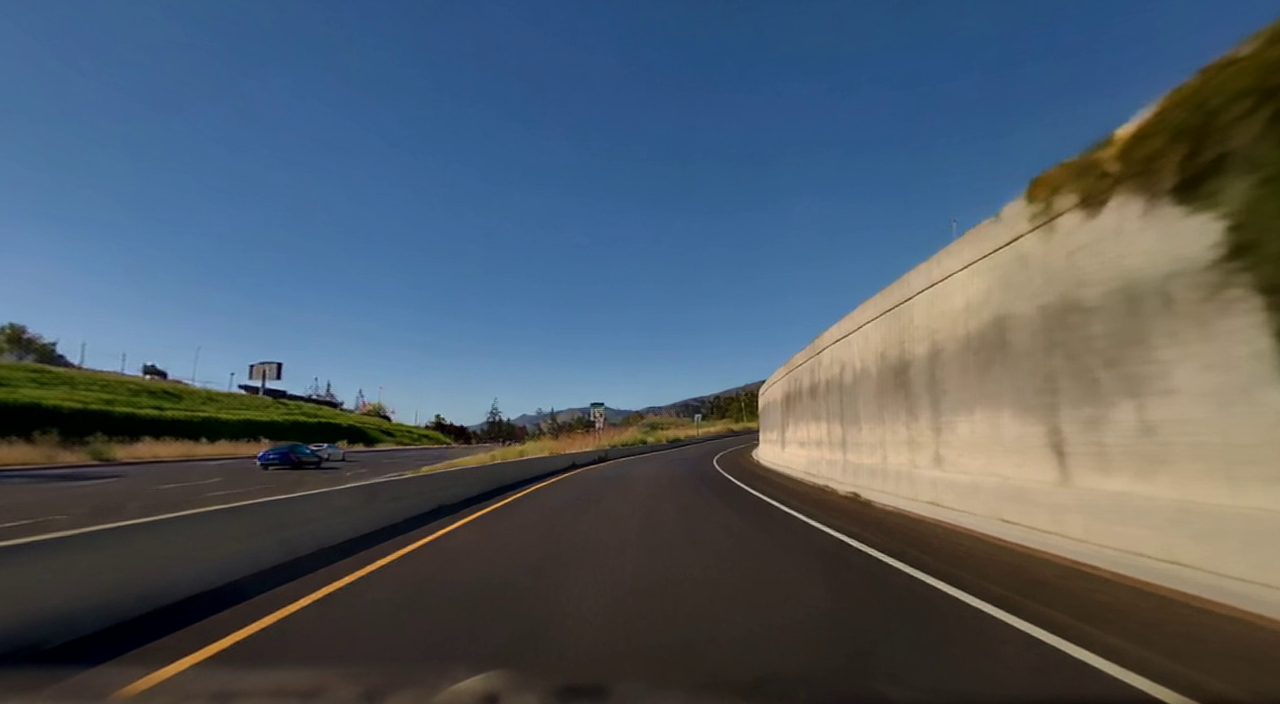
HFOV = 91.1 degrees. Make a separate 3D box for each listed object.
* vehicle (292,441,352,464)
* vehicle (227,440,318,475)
[{"bbox_3d":[-21.672,6.851,43.105,1.880,1.509,4.775,0,-8,-4],"label":"vehicle"},{"bbox_3d":[-16.787,4.806,28.968,1.895,1.451,4.168,0,-8,-4],"label":"vehicle"}]
